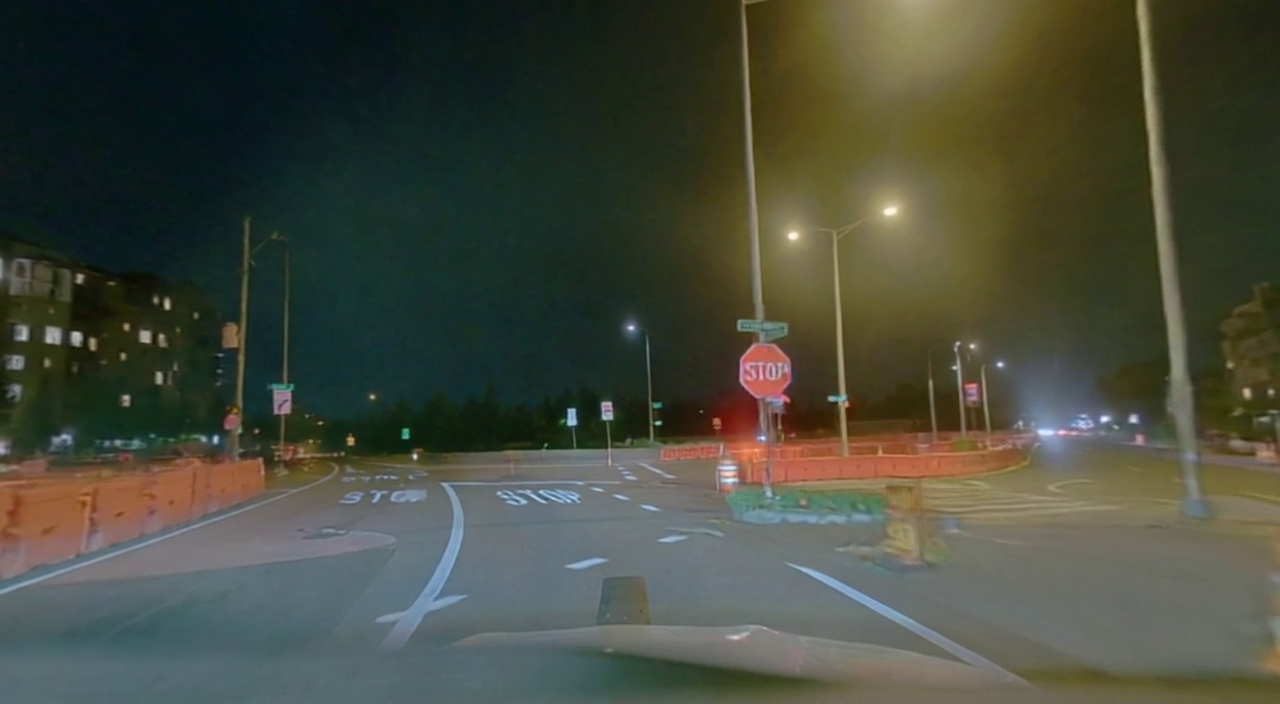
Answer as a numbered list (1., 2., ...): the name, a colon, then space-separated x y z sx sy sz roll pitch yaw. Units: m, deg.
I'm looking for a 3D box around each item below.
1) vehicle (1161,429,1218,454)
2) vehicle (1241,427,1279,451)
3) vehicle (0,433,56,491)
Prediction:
1. vehicle: 37.756 6.184 43.403 2.023 1.567 4.283 -5 -10 29
2. vehicle: 40.305 5.561 40.088 1.917 1.466 4.422 -5 -10 30
3. vehicle: -20.976 3.573 20.670 4.292 1.734 2.159 -8 -11 42
